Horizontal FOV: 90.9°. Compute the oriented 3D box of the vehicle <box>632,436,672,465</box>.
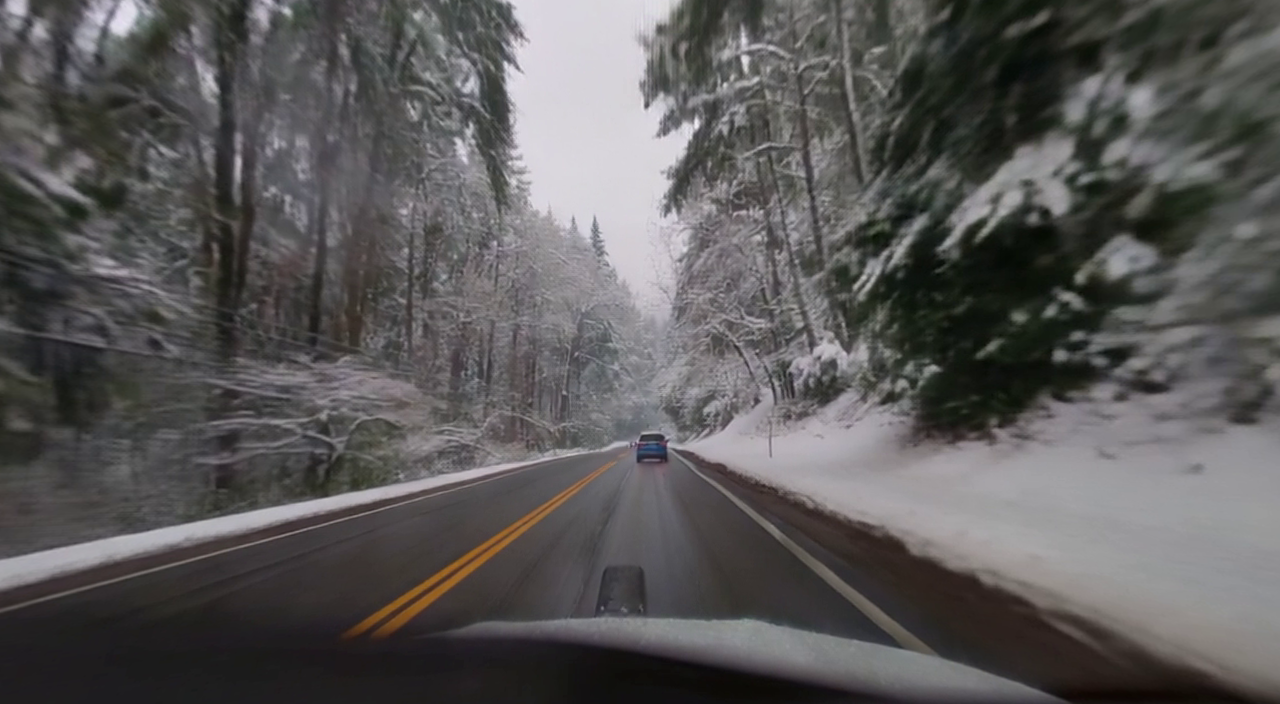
[{"bbox_3d":[0.660,5.555,35.759,2.120,1.491,4.349,0,-8,1],"label":"vehicle"}]
